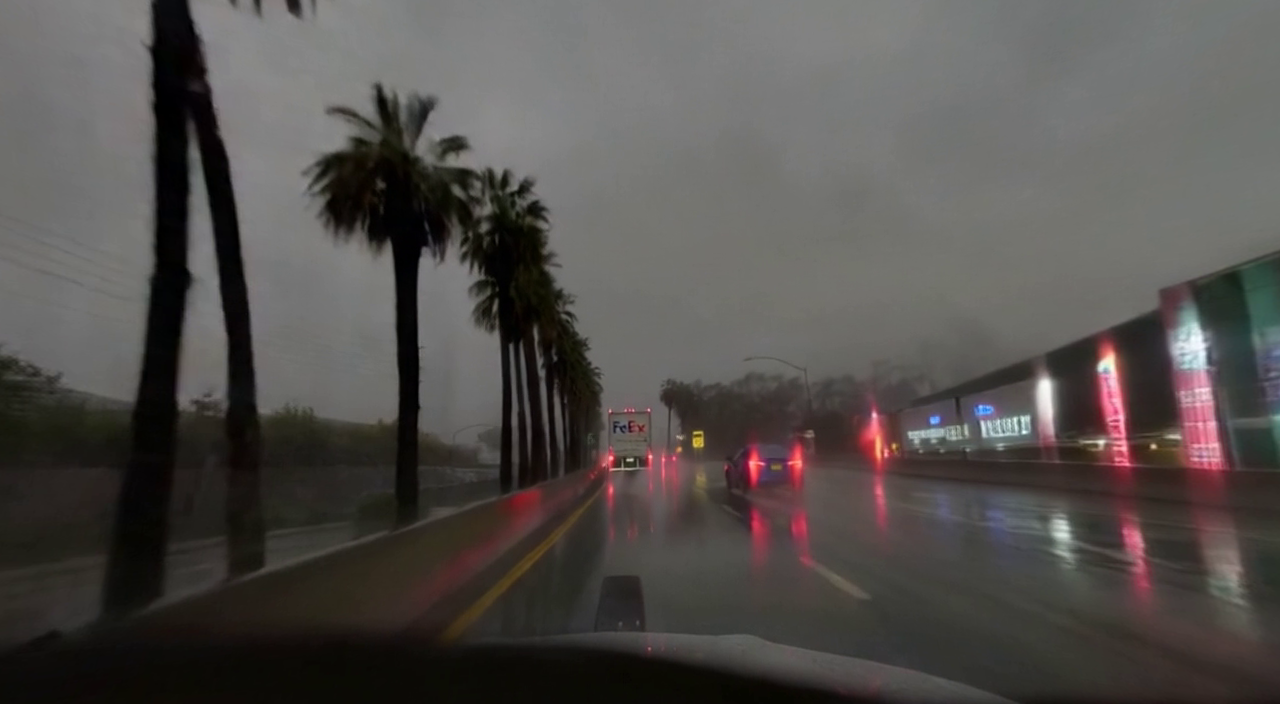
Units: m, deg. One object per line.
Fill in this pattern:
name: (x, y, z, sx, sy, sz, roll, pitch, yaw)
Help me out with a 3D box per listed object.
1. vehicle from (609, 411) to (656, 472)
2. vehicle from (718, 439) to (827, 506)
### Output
vehicle: (-0.677, 7.059, 49.256, 3.243, 4.134, 11.656, 0, -9, -2)
vehicle: (3.414, 3.198, 17.128, 1.966, 1.558, 4.238, 0, -9, -1)
